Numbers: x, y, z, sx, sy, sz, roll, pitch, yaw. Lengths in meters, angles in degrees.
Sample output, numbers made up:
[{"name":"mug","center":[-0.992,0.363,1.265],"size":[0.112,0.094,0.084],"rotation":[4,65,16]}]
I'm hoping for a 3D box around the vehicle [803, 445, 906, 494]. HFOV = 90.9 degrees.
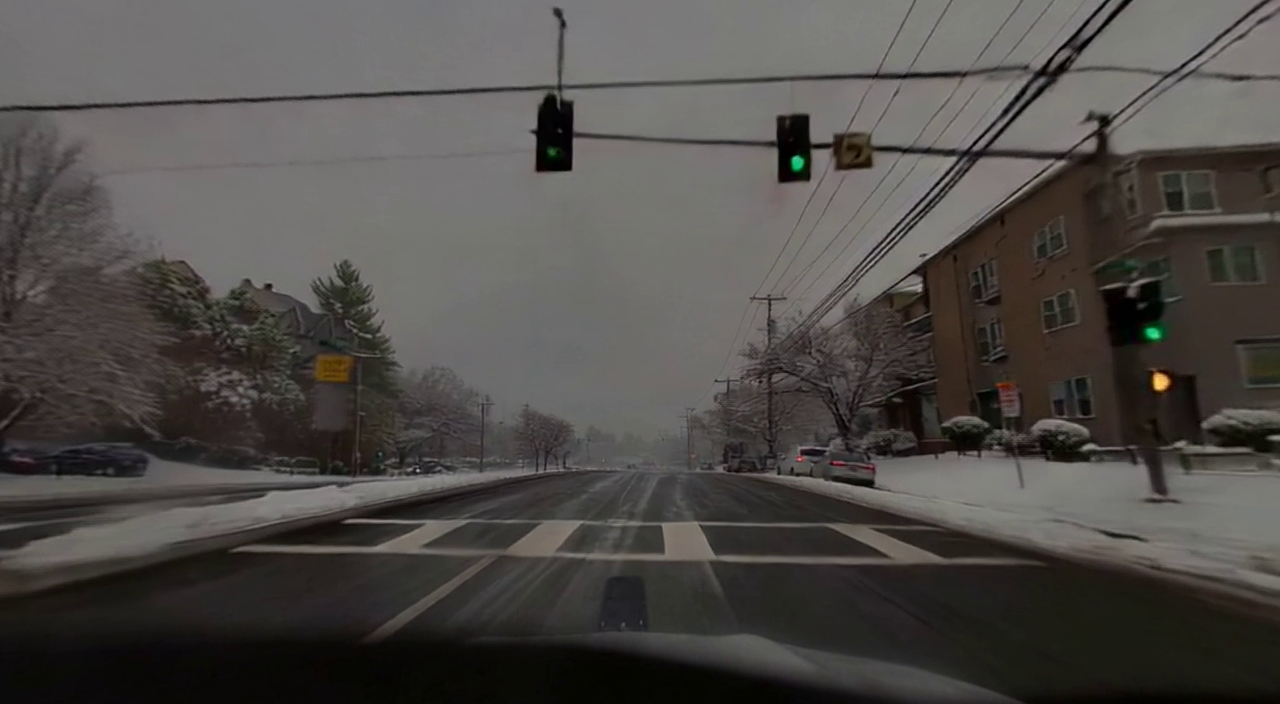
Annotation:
[{"name":"vehicle","center":[7.201,3.956,21.723],"size":[1.875,1.481,4.434],"rotation":[0,-8,-1]}]
